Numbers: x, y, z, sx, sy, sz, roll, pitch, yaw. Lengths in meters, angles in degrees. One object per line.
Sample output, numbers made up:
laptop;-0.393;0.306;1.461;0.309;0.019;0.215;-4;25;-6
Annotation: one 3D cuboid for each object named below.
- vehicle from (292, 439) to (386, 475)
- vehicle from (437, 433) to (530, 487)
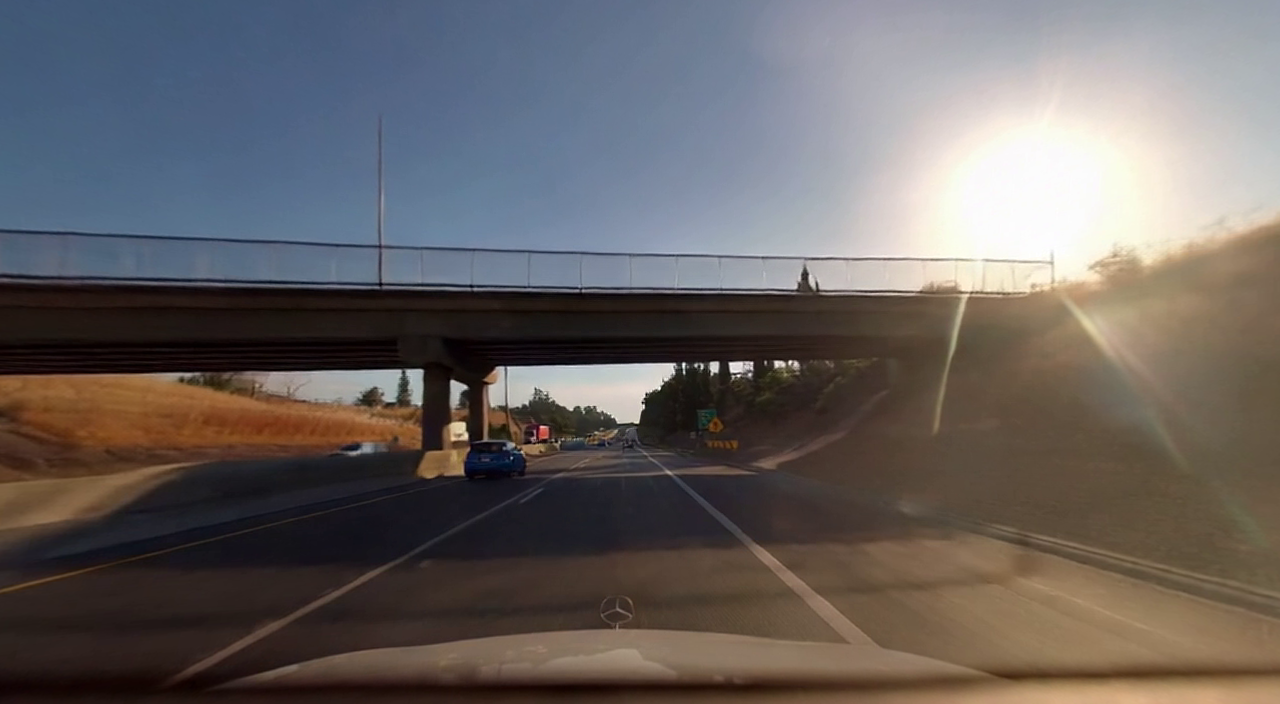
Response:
vehicle;-13.589;4.742;28.797;1.993;1.485;4.604;0;-8;0
vehicle;-4.825;3.355;19.998;1.965;1.513;3.774;0;-8;0
